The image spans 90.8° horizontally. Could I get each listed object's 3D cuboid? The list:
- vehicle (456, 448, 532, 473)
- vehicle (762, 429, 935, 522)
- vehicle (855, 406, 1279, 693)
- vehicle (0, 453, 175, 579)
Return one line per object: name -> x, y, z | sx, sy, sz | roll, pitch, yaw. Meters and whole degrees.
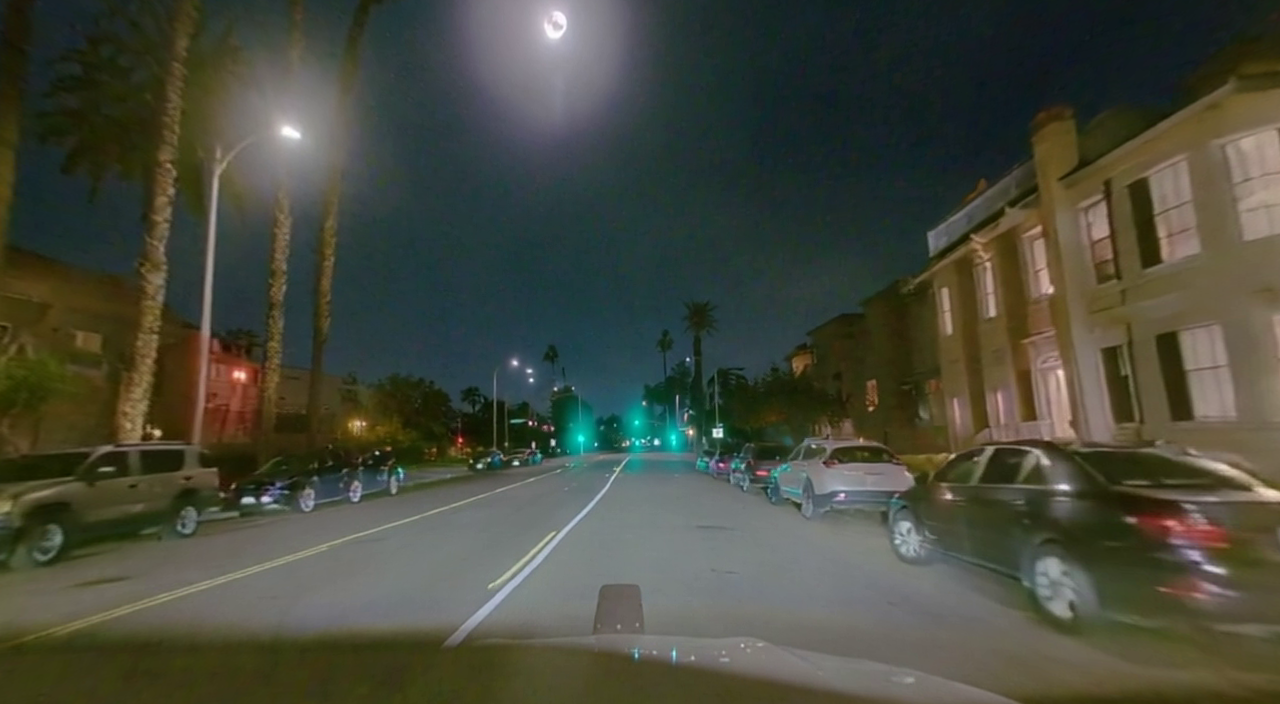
vehicle -> -9.246, 6.824, 39.899 | 4.419, 1.486, 1.808 | 3, -9, -21
vehicle -> 3.928, 2.397, 12.844 | 1.929, 1.543, 4.379 | 0, -8, -1
vehicle -> 3.628, 1.359, 5.635 | 1.819, 1.487, 4.537 | 0, -8, 0
vehicle -> -8.864, 2.126, 8.384 | 3.912, 1.488, 1.837 | 3, -9, -23
